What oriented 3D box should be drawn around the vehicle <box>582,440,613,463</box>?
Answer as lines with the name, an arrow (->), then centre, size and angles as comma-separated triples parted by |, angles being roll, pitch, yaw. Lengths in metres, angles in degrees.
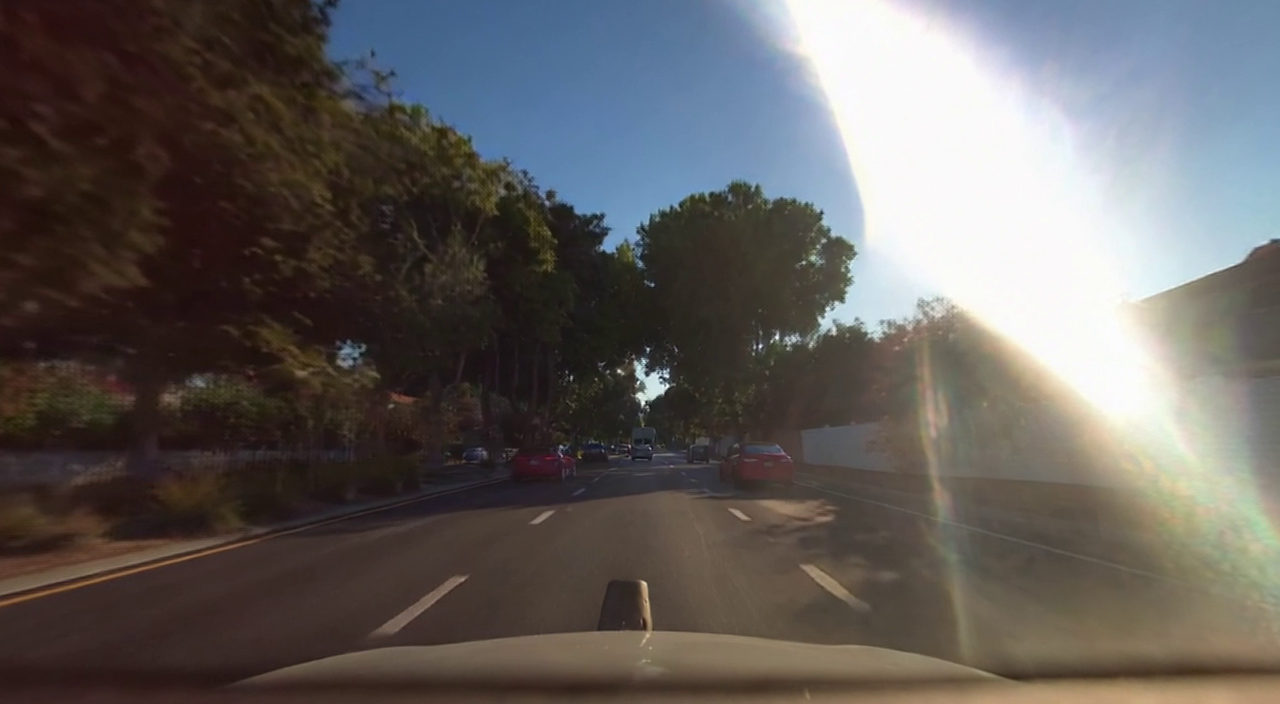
vehicle -> -3.251, 7.720, 48.981 | 2.021, 1.715, 4.329 | 0, -8, 1

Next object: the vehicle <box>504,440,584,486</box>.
vehicle -> -3.311, 3.930, 22.606 | 2.036, 1.474, 4.647 | 0, -8, 2

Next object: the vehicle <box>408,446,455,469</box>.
vehicle -> -13.979, 7.084, 42.347 | 1.822, 1.461, 3.778 | 0, -8, 0

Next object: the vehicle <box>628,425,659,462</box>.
vehicle -> 0.328, 7.210, 49.285 | 2.311, 2.726, 5.814 | 0, -8, 1

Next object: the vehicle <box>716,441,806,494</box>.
vehicle -> 3.615, 3.520, 19.575 | 1.945, 1.469, 4.258 | 0, -8, 0

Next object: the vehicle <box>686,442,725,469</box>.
vehicle -> 4.028, 6.404, 38.981 | 1.905, 1.520, 4.340 | 1, -8, -1
